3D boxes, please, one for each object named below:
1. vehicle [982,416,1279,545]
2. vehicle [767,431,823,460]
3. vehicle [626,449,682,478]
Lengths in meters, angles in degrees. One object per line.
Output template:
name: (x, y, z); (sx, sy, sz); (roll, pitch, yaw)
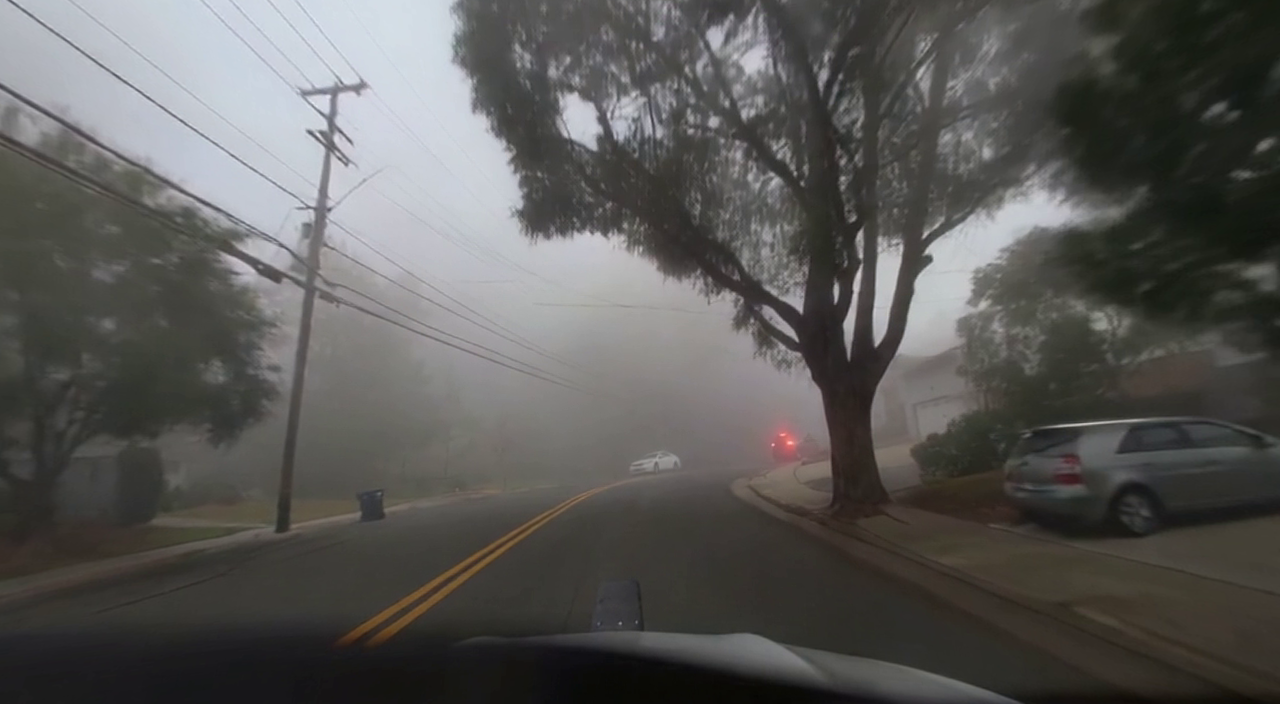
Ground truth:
vehicle: (7.710, 1.889, 9.640); (3.846, 1.725, 1.920); (0, -8, -3)
vehicle: (11.250, 6.723, 45.572); (2.086, 1.974, 4.890); (-6, -10, 36)
vehicle: (1.069, 8.109, 46.180); (2.039, 1.949, 4.511); (-5, -10, 32)
